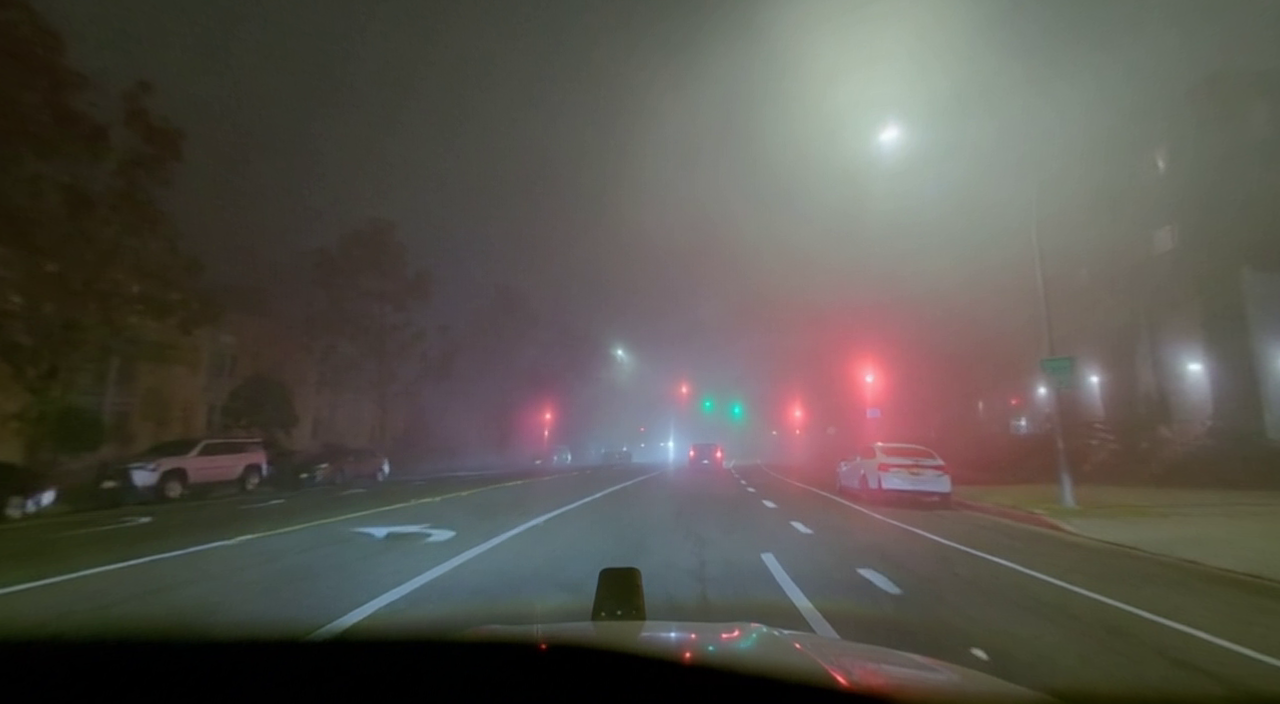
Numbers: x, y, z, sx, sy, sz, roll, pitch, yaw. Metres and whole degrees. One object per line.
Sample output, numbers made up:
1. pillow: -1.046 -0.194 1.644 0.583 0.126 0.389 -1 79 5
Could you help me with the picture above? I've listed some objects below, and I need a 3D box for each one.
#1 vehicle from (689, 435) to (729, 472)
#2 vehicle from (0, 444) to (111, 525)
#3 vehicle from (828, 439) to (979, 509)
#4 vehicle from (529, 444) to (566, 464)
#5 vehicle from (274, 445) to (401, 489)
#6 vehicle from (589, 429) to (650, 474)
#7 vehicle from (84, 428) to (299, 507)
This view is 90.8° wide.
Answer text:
1. vehicle: 3.515 5.060 31.637 1.852 1.680 4.488 -1 -8 8
2. vehicle: -12.734 2.446 11.648 1.809 1.469 4.485 -1 -8 5
3. vehicle: 6.454 3.000 16.215 2.104 1.489 4.962 -1 -8 5
4. vehicle: -7.060 7.856 48.649 1.876 1.492 3.790 -2 -9 8
5. vehicle: -11.040 4.194 23.522 1.782 1.472 4.744 -1 -8 9
6. vehicle: -0.807 4.392 28.012 1.877 1.827 4.298 -1 -8 9
7. vehicle: -12.020 3.114 17.500 2.115 1.853 4.745 -1 -8 6
